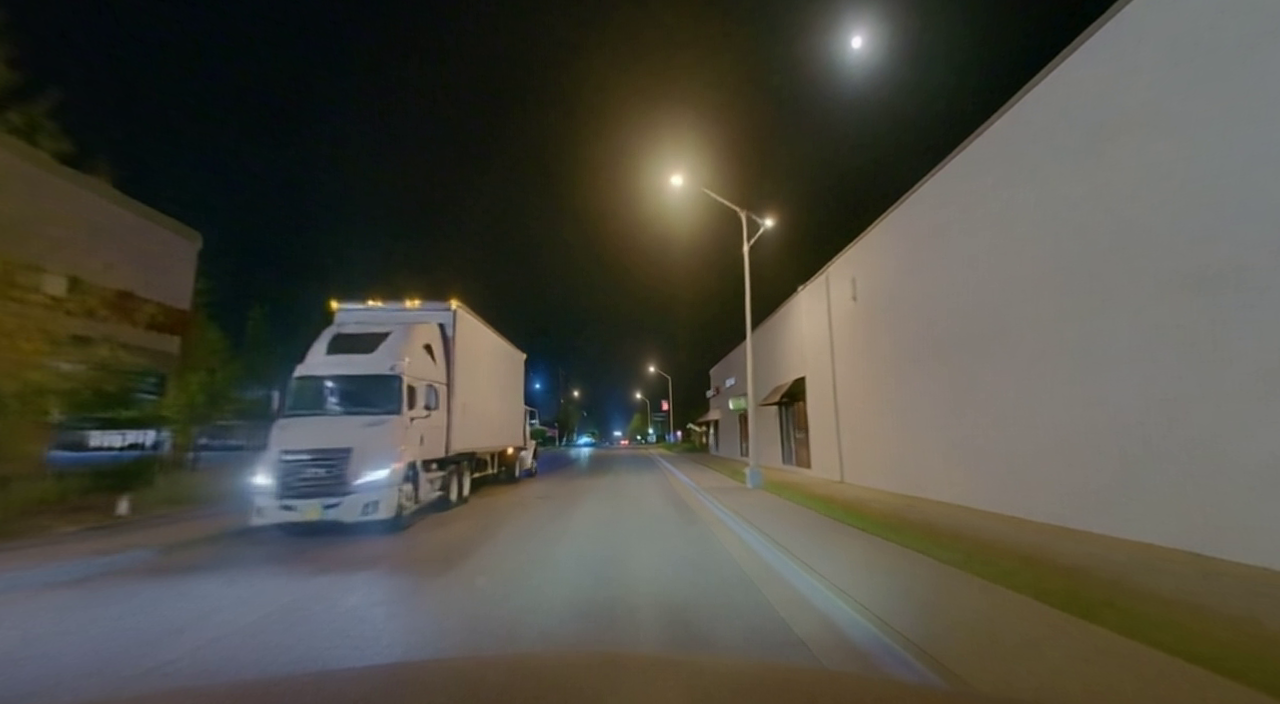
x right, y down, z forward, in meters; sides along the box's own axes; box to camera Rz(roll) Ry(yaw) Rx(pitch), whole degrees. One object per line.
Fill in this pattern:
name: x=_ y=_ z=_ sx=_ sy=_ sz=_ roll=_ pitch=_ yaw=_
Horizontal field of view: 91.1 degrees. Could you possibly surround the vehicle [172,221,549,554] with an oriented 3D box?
vehicle: x=-4.983 y=1.378 z=16.464 sx=2.976 sy=4.754 sz=15.127 roll=0 pitch=-7 yaw=0
